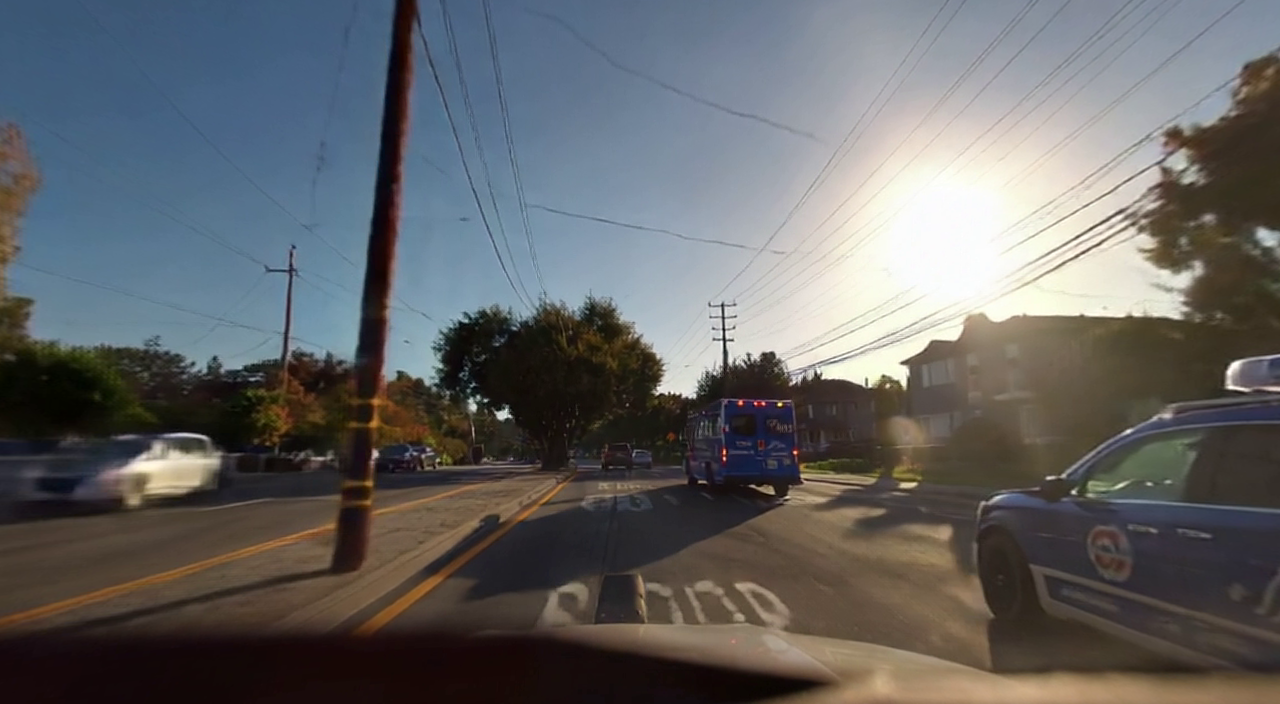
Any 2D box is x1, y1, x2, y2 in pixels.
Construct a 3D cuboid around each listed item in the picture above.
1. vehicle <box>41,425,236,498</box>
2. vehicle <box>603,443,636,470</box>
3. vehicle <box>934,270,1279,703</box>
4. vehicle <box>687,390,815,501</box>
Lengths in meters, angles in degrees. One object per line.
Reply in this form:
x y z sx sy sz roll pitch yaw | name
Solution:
-13.276 2.903 17.137 1.909 1.705 4.126 0 -8 -1 | vehicle
-1.444 6.999 42.735 2.114 1.707 3.725 0 -8 -4 | vehicle
3.419 0.667 2.316 2.194 1.922 4.822 0 -8 -2 | vehicle
2.946 2.689 18.420 2.406 2.687 5.521 0 -8 -3 | vehicle
